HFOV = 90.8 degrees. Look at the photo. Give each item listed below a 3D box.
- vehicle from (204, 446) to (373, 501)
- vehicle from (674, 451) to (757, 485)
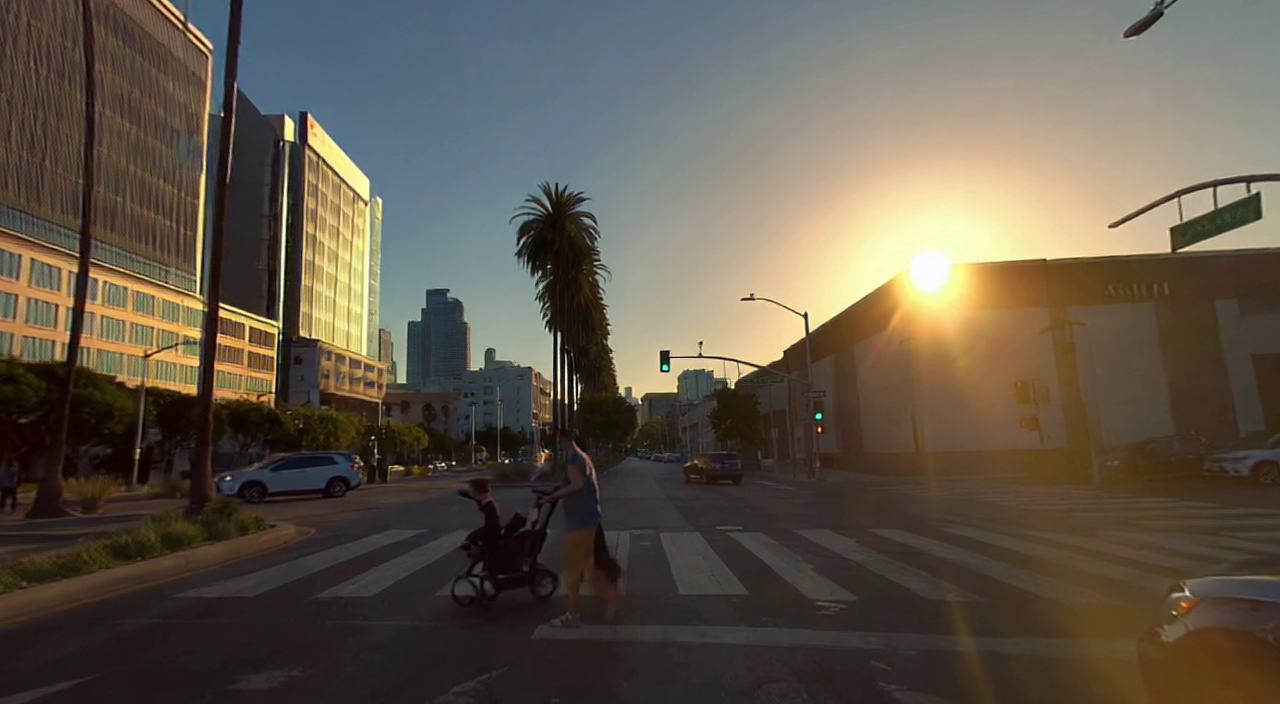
[{"bbox_3d":[-11.308,3.915,20.740,4.499,1.594,1.898,3,-9,-20],"label":"vehicle"},{"bbox_3d":[3.653,5.676,31.281,2.000,1.525,4.273,4,-10,-27],"label":"vehicle"}]
